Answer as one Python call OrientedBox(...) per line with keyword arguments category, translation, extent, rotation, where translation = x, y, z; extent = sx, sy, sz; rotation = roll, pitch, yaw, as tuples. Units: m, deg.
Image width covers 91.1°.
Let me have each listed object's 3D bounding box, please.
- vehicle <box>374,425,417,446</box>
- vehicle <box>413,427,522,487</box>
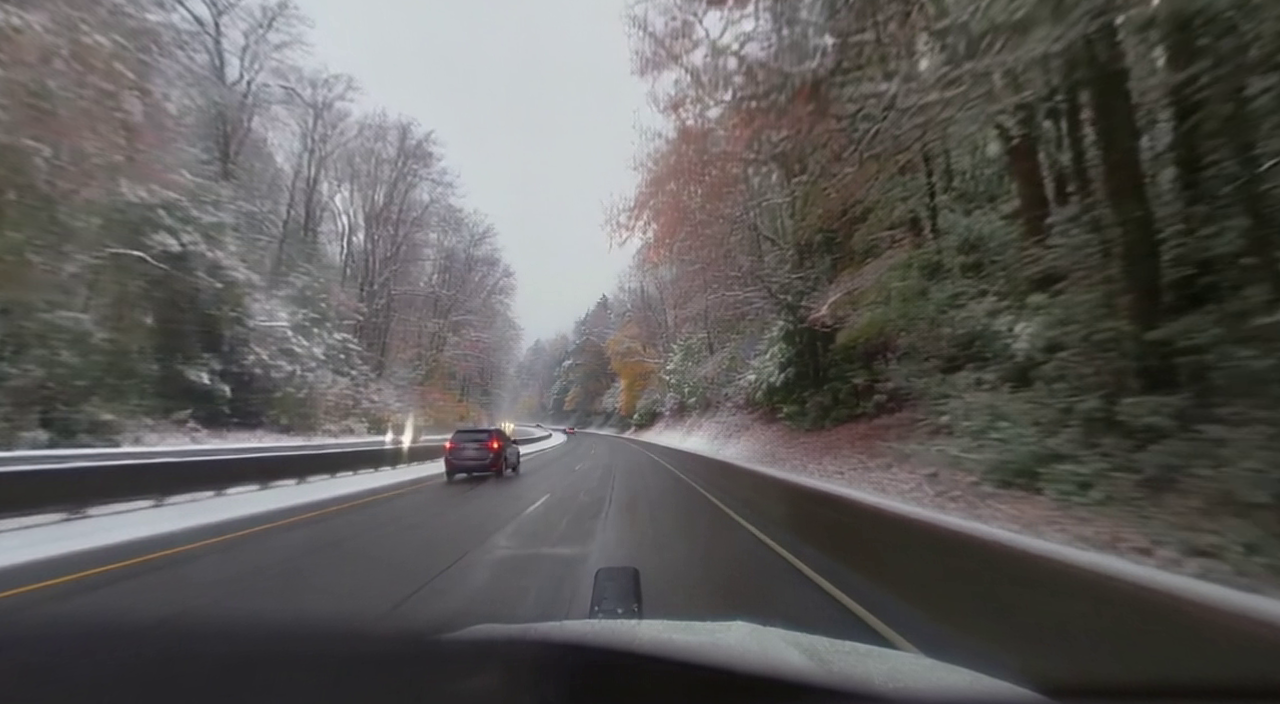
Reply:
OrientedBox(category="vehicle", translation=(-18.797, 6.445, 48.532), extent=(1.815, 1.511, 3.997), rotation=(0, -8, -1))
OrientedBox(category="vehicle", translation=(-4.932, 3.044, 18.707), extent=(2.073, 1.559, 4.393), rotation=(0, -8, -1))
